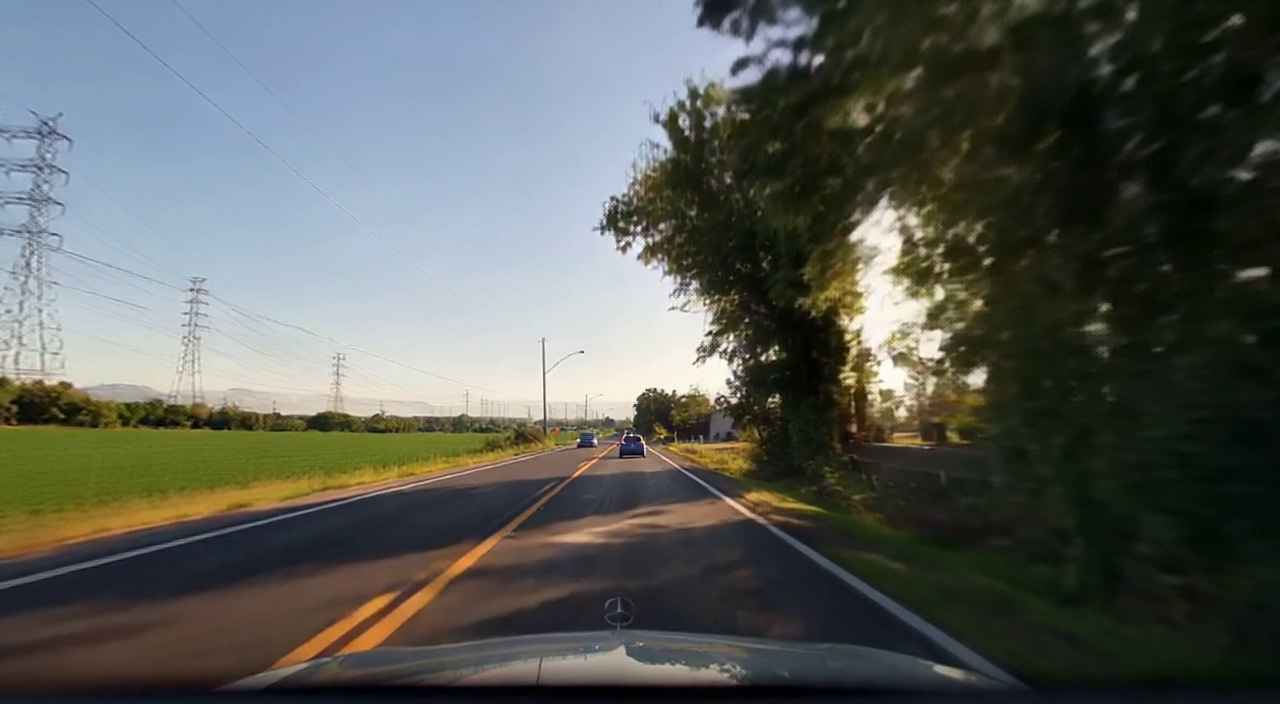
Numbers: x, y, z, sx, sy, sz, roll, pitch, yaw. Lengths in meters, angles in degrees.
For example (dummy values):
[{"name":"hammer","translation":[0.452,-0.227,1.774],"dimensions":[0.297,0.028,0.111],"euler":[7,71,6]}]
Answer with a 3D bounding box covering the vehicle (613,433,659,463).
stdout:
[{"name":"vehicle","translation":[-0.231,4.982,33.057],"dimensions":[2.241,1.471,3.829],"euler":[0,-8,-1]}]
